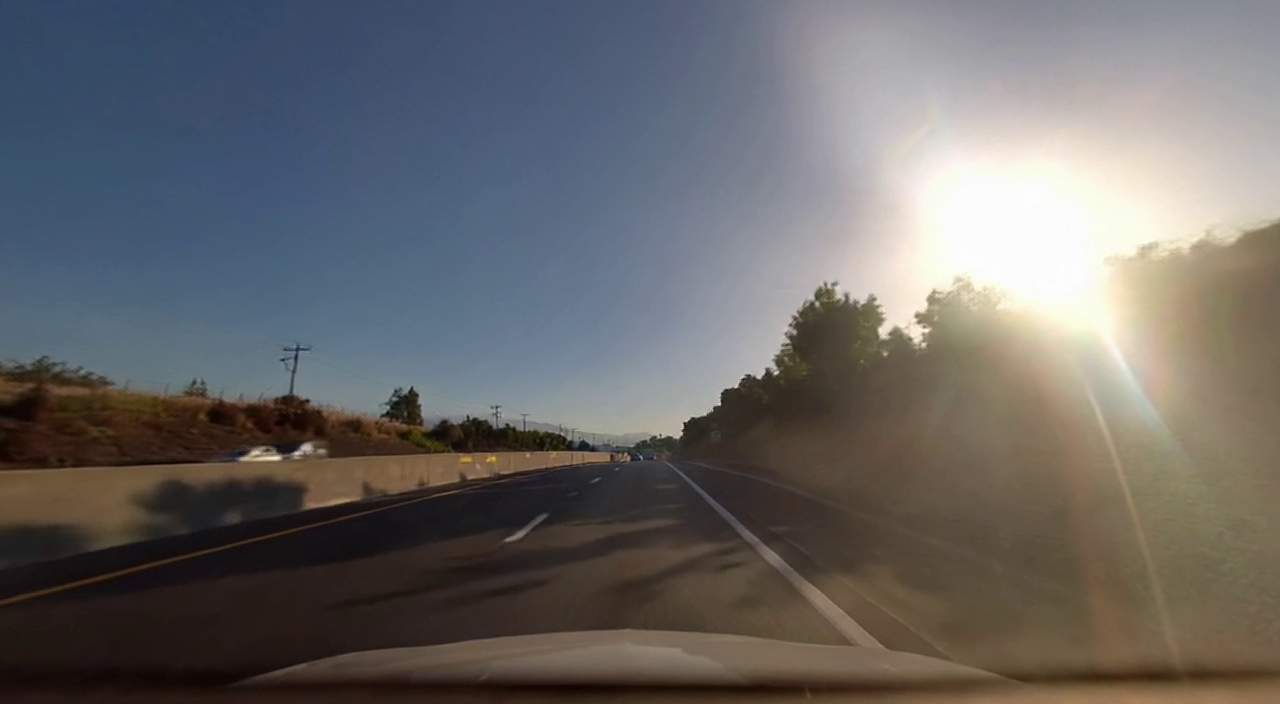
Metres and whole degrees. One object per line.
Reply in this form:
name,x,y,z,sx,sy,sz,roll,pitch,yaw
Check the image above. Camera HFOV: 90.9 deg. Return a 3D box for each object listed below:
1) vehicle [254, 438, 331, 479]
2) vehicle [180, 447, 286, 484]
vehicle,-22.913,7.030,41.830,2.377,2.520,4.471,-1,-9,1
vehicle,-23.002,6.393,35.996,2.239,1.889,5.569,-1,-9,0
